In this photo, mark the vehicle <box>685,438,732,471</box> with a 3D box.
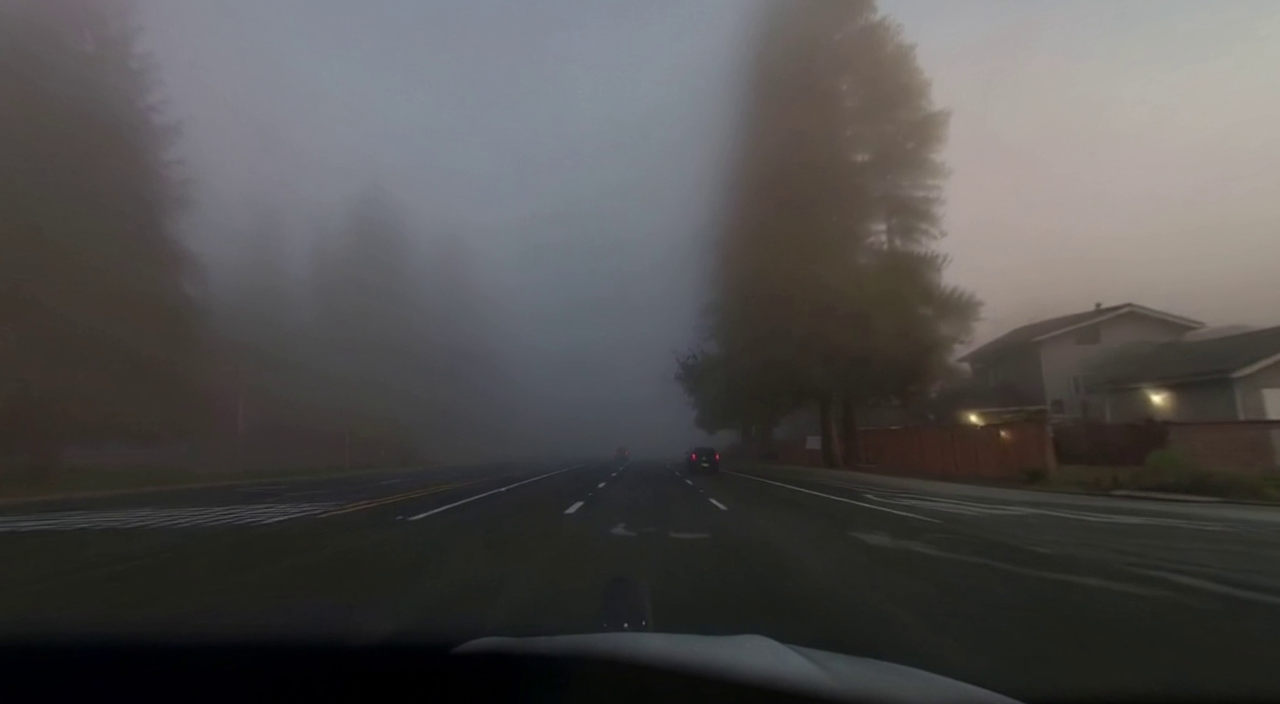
[{"bbox_3d":[3.866,5.911,36.455,2.114,1.780,4.445,0,-8,-1],"label":"vehicle"}]

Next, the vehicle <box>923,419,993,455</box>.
[{"bbox_3d":[16.268,4.406,32.460,1.853,1.704,4.060,-2,-9,7],"label":"vehicle"}]

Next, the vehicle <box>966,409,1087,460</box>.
[{"bbox_3d":[15.498,3.388,25.678,2.084,1.868,5.067,-1,-8,5],"label":"vehicle"}]
